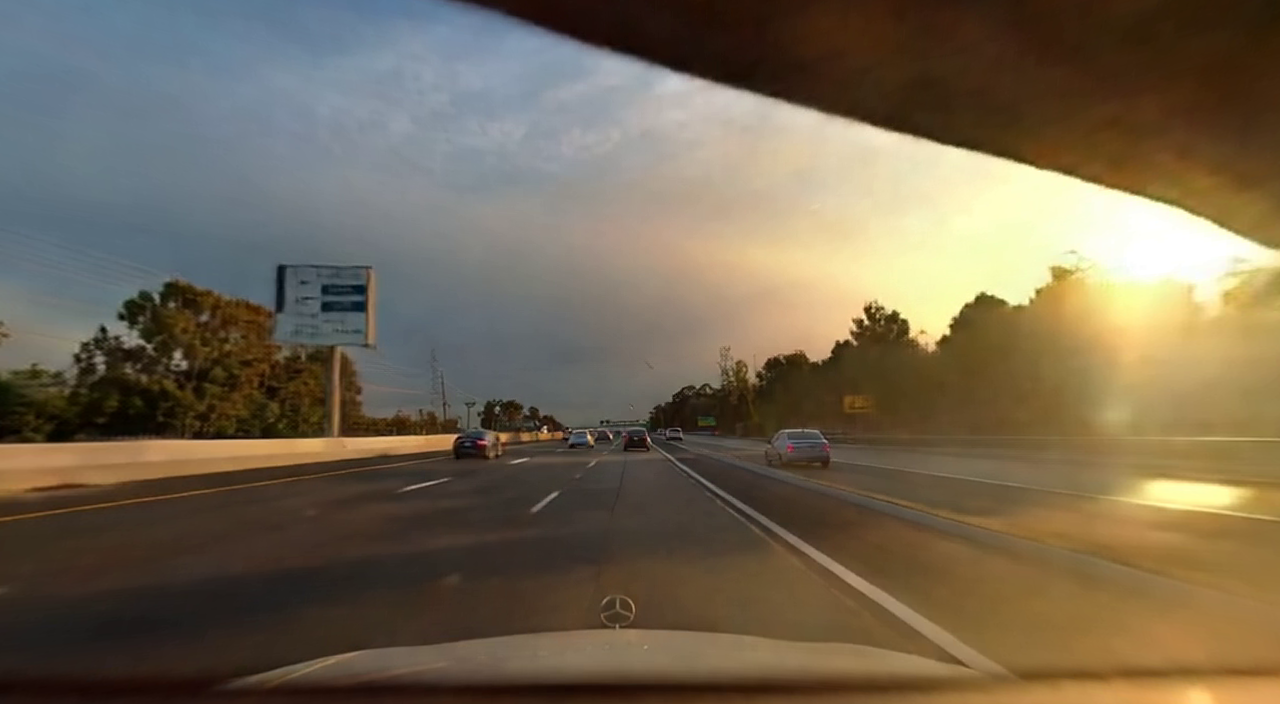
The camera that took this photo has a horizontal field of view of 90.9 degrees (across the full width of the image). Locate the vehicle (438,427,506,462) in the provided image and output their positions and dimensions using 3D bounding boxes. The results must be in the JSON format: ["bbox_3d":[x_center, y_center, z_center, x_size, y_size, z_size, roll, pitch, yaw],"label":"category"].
[{"bbox_3d":[-7.826,4.334,29.761,2.009,1.537,4.449,1,-8,0],"label":"vehicle"}]

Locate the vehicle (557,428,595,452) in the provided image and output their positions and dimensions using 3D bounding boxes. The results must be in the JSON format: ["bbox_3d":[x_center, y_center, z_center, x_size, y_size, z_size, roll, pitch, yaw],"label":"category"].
[{"bbox_3d":[-4.228,5.901,42.244,2.103,1.512,4.155,0,-8,0],"label":"vehicle"}]

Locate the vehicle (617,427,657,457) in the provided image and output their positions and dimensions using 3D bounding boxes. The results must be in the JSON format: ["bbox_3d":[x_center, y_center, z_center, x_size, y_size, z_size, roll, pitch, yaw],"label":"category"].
[{"bbox_3d":[-0.234,5.366,37.744,2.240,1.646,4.949,1,-8,-1],"label":"vehicle"}]

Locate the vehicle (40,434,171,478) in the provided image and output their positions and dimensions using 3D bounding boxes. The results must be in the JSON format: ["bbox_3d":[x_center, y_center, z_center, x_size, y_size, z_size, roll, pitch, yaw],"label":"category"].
[{"bbox_3d":[-23.037,4.453,27.409,1.955,1.743,4.293,1,-8,-1],"label":"vehicle"}]
